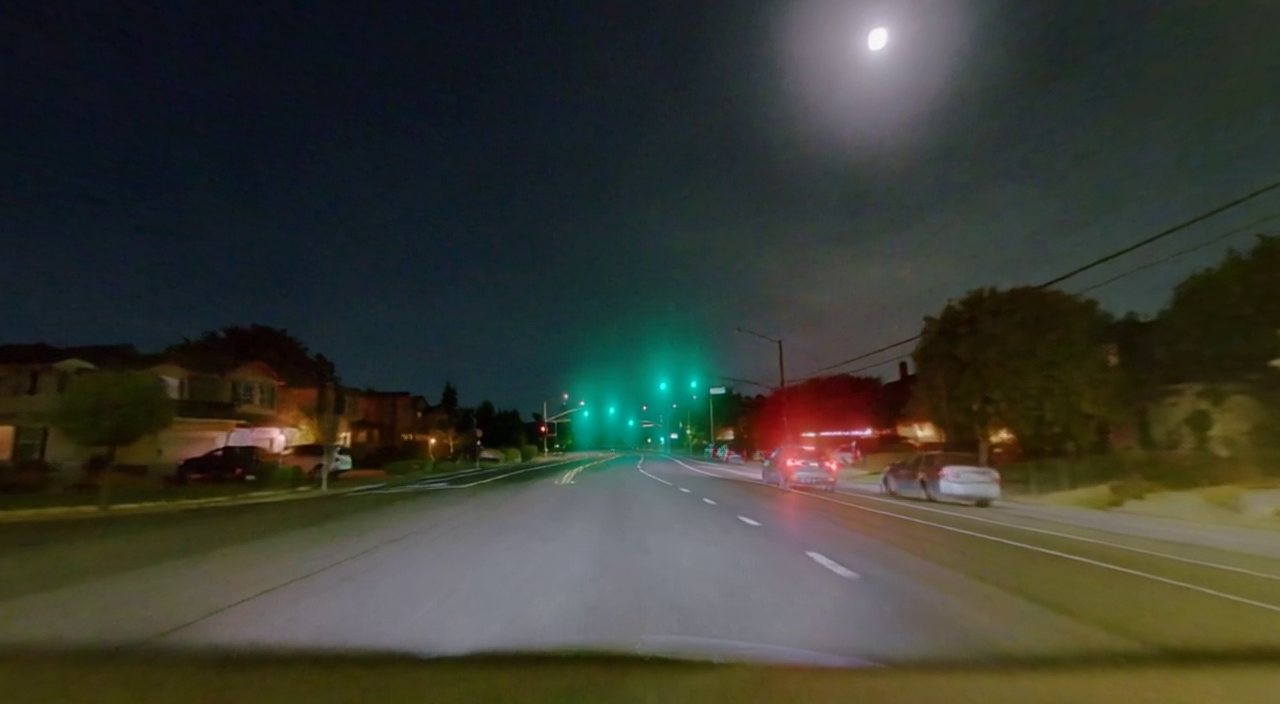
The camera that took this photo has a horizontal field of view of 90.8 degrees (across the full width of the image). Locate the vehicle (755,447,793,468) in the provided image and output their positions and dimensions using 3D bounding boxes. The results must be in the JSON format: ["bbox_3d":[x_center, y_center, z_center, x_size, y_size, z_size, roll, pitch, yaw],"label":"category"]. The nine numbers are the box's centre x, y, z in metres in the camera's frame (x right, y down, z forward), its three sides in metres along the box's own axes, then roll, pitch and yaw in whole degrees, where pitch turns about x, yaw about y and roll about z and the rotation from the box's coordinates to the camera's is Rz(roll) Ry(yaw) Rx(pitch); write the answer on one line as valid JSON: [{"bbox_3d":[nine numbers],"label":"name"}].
[{"bbox_3d":[10.203,8.069,48.429,1.925,1.490,4.475,0,-9,1],"label":"vehicle"}]

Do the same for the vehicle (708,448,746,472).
[{"bbox_3d":[6.315,7.882,46.320,2.064,1.498,4.877,4,-9,0],"label":"vehicle"}]

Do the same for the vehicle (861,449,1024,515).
[{"bbox_3d":[7.830,3.366,16.935,1.951,1.528,4.366,1,-9,-4],"label":"vehicle"}]

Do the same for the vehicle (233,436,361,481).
[{"bbox_3d":[-18.055,5.657,33.520,5.096,2.070,2.687,2,-10,1],"label":"vehicle"}]

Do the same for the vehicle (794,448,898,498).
[{"bbox_3d":[7.355,4.321,23.121,1.934,1.504,4.928,4,-9,-3],"label":"vehicle"}]

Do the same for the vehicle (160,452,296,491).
[{"bbox_3d":[-17.936,5.207,27.694,4.598,1.445,1.973,-2,-9,-1],"label":"vehicle"}]
